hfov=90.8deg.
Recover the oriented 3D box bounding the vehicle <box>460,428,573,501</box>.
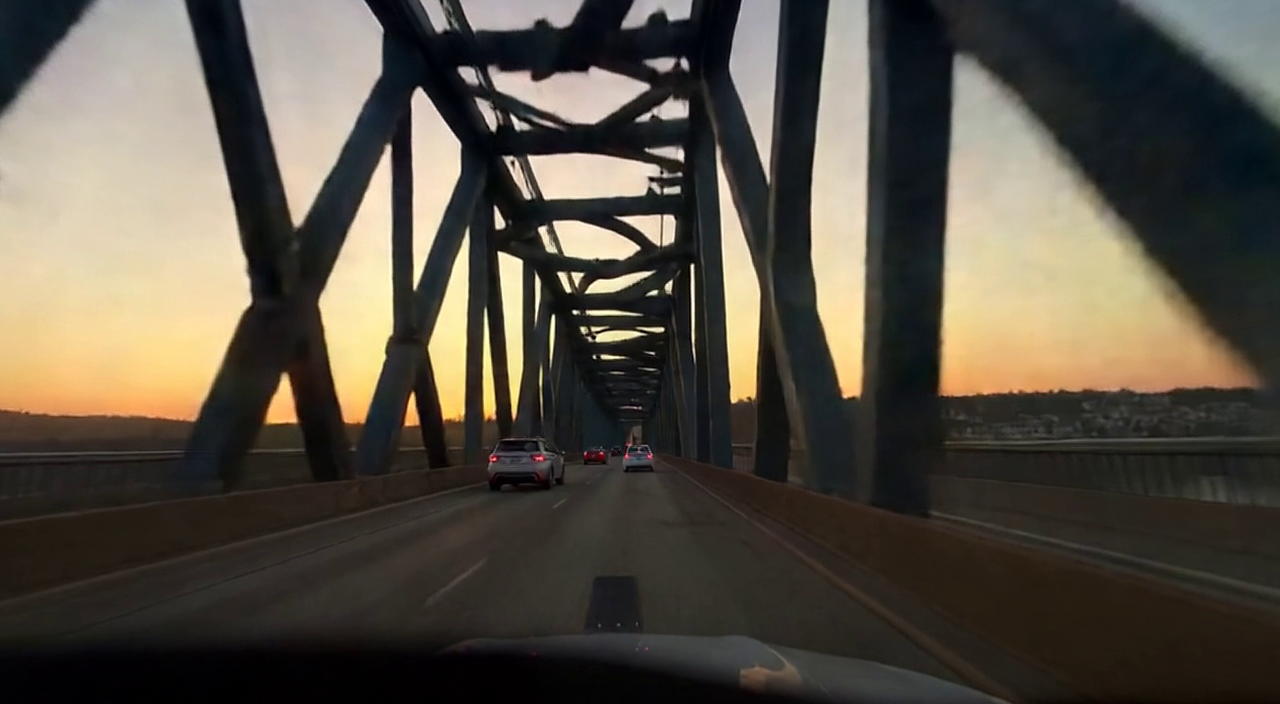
[{"bbox_3d":[-3.317,3.153,18.129,2.190,1.807,4.741,0,-8,1],"label":"vehicle"}]

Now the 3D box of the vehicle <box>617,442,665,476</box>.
[{"bbox_3d":[0.008,4.881,29.082,2.048,1.450,3.973,0,-8,-1],"label":"vehicle"}]
